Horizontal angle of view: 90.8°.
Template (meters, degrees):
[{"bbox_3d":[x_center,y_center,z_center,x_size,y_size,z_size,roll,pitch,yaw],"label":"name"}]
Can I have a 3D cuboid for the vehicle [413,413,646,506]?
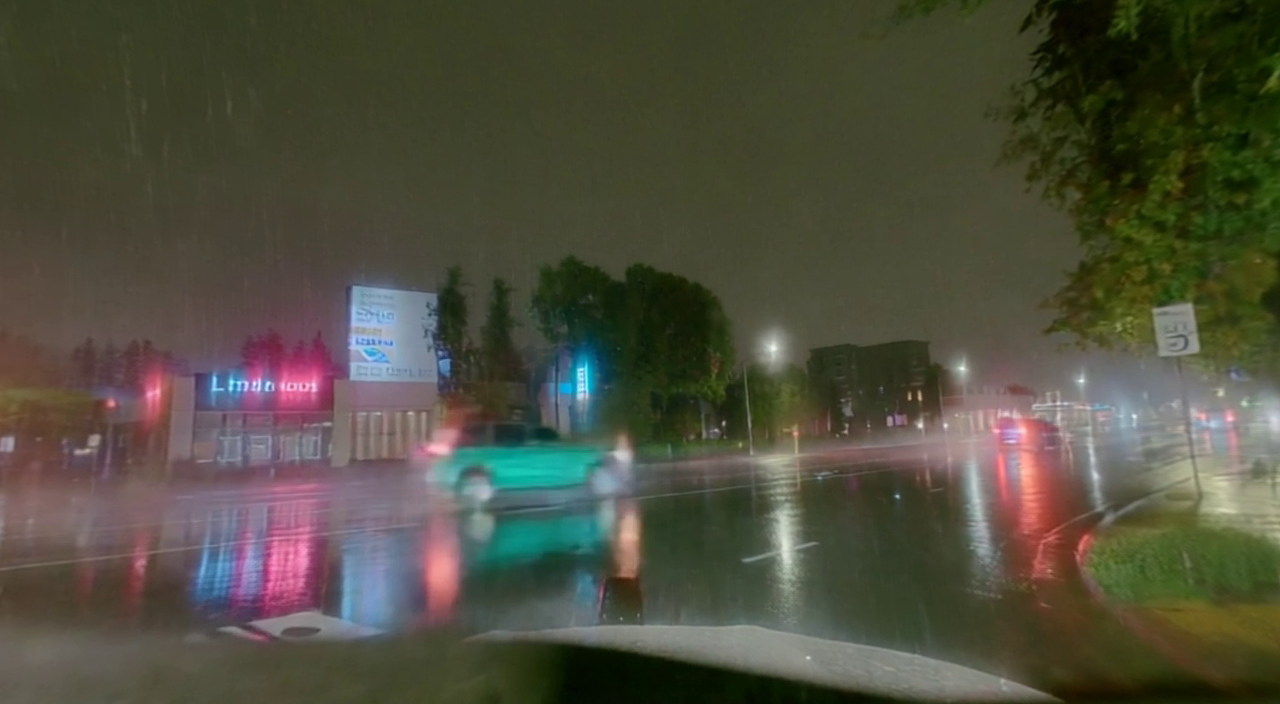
[{"bbox_3d":[-2.106,2.110,12.682,4.182,1.536,1.885,7,-11,-37],"label":"vehicle"}]

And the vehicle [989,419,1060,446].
[{"bbox_3d":[21.838,4.613,35.842,4.442,1.458,1.902,7,-11,-38],"label":"vehicle"}]
